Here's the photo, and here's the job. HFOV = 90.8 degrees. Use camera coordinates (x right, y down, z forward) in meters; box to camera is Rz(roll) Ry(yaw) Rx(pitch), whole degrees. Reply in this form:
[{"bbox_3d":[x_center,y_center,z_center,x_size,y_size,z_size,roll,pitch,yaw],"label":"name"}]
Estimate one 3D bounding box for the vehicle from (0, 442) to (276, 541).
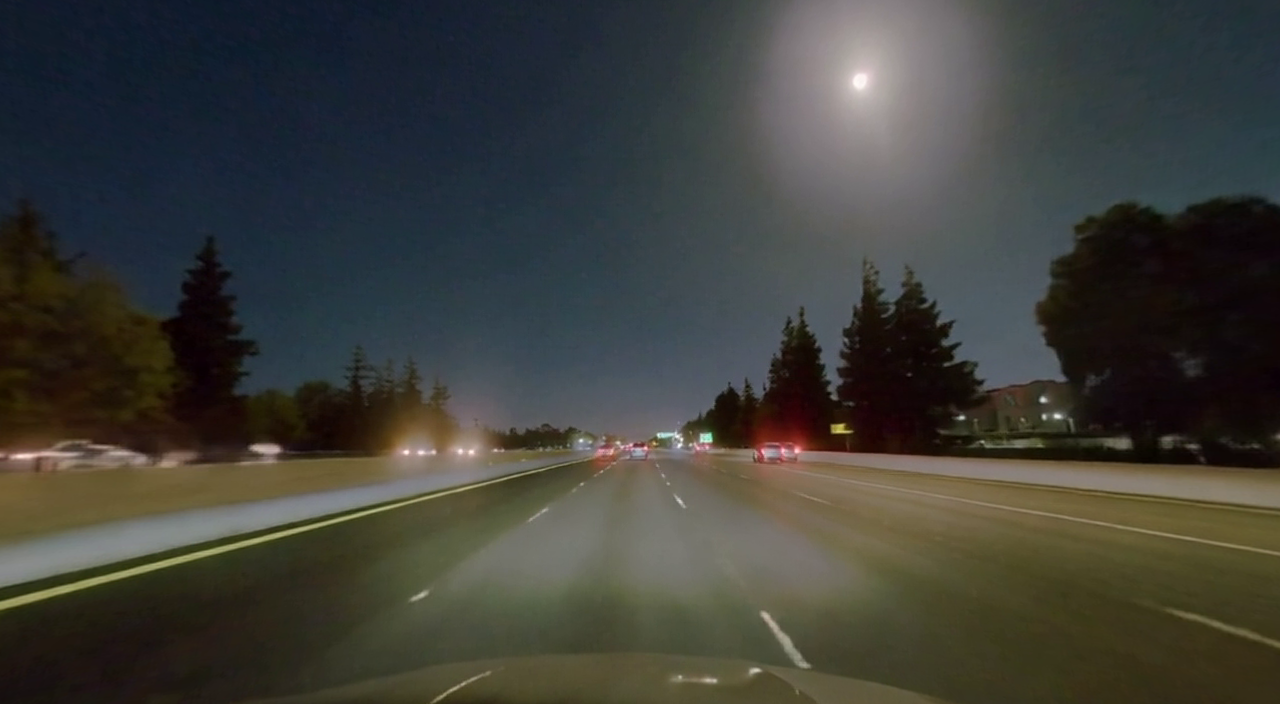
[{"bbox_3d":[-9.232,2.479,11.999,1.975,1.495,4.510,0,-9,0],"label":"vehicle"}]
